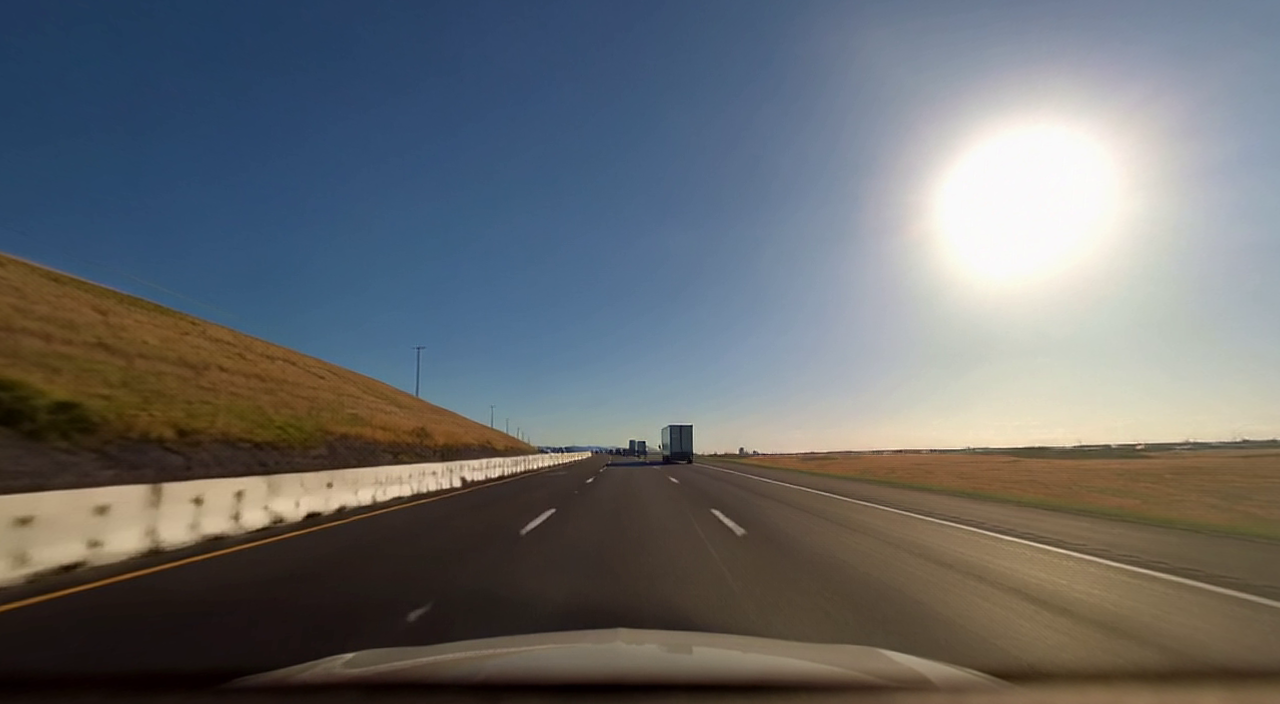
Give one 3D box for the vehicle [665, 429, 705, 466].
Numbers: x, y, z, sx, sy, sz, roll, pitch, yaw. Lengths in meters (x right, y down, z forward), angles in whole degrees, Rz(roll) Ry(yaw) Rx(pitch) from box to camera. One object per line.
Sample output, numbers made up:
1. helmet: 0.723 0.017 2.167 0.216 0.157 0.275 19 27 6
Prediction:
1. vehicle: 3.364 7.337 48.323 2.527 2.682 4.082 0 -9 -3
